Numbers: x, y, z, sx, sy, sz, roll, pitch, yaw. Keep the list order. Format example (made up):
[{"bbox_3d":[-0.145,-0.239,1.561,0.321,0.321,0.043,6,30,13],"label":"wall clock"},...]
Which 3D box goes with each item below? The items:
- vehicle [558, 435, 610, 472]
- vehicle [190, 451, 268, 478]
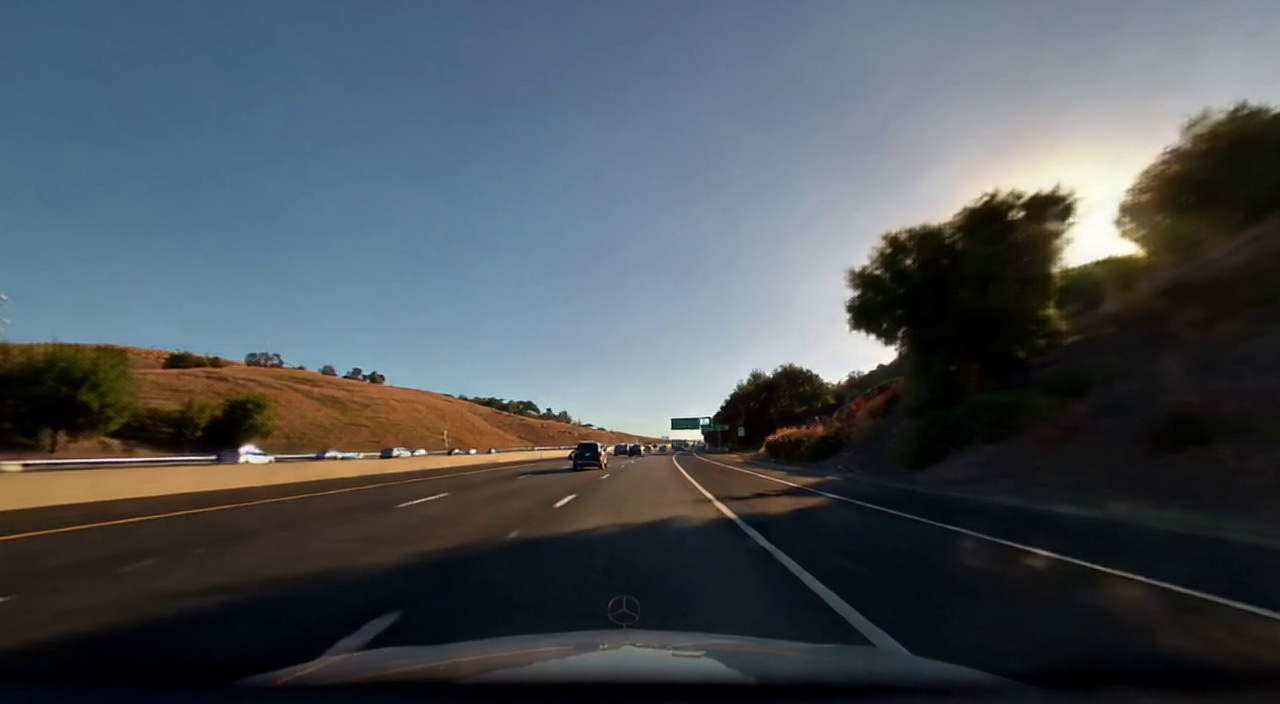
[{"bbox_3d":[-3.086,5.769,35.862,2.413,1.896,5.218,0,-8,1],"label":"vehicle"},{"bbox_3d":[-27.275,7.453,41.831,2.016,1.671,4.537,0,-8,2],"label":"vehicle"}]
